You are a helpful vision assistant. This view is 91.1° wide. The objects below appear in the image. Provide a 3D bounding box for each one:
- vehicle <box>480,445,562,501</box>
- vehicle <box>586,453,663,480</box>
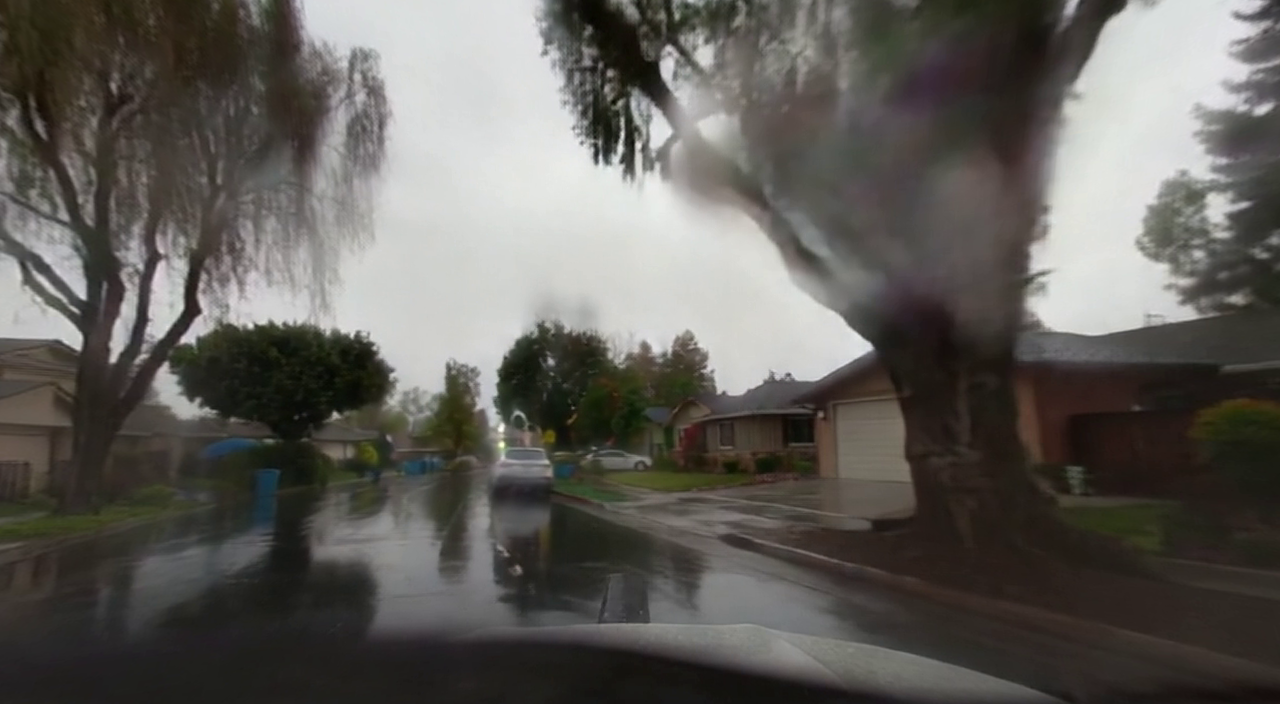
[{"bbox_3d":[-4.351,4.200,22.390,2.163,1.760,4.591,3,-9,-19],"label":"vehicle"},{"bbox_3d":[-0.960,6.790,37.280,4.457,1.510,1.762,1,-8,-3],"label":"vehicle"}]
